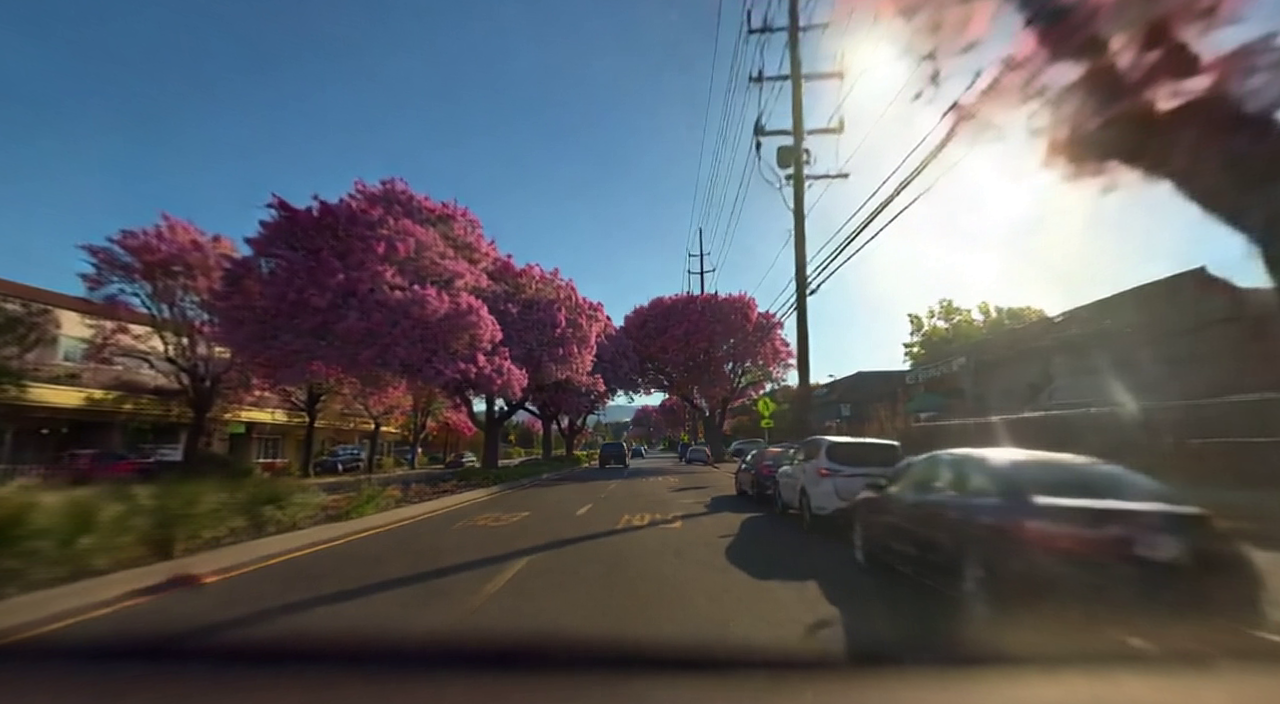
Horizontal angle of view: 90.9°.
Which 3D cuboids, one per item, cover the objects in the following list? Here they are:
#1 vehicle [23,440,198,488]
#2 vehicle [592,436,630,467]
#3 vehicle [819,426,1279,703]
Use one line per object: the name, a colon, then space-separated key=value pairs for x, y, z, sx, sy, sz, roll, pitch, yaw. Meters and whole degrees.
vehicle: x=-22.610 y=4.784 z=27.244 sx=5.252 sy=1.925 sz=2.061 roll=3 pitch=-9 yaw=-20
vehicle: x=-1.891 y=6.732 z=42.758 sx=2.202 sy=1.961 sz=4.980 roll=0 pitch=-9 yaw=1
vehicle: x=3.273 y=1.485 z=5.702 sx=1.851 sy=1.486 sz=4.879 roll=-2 pitch=-8 yaw=0
